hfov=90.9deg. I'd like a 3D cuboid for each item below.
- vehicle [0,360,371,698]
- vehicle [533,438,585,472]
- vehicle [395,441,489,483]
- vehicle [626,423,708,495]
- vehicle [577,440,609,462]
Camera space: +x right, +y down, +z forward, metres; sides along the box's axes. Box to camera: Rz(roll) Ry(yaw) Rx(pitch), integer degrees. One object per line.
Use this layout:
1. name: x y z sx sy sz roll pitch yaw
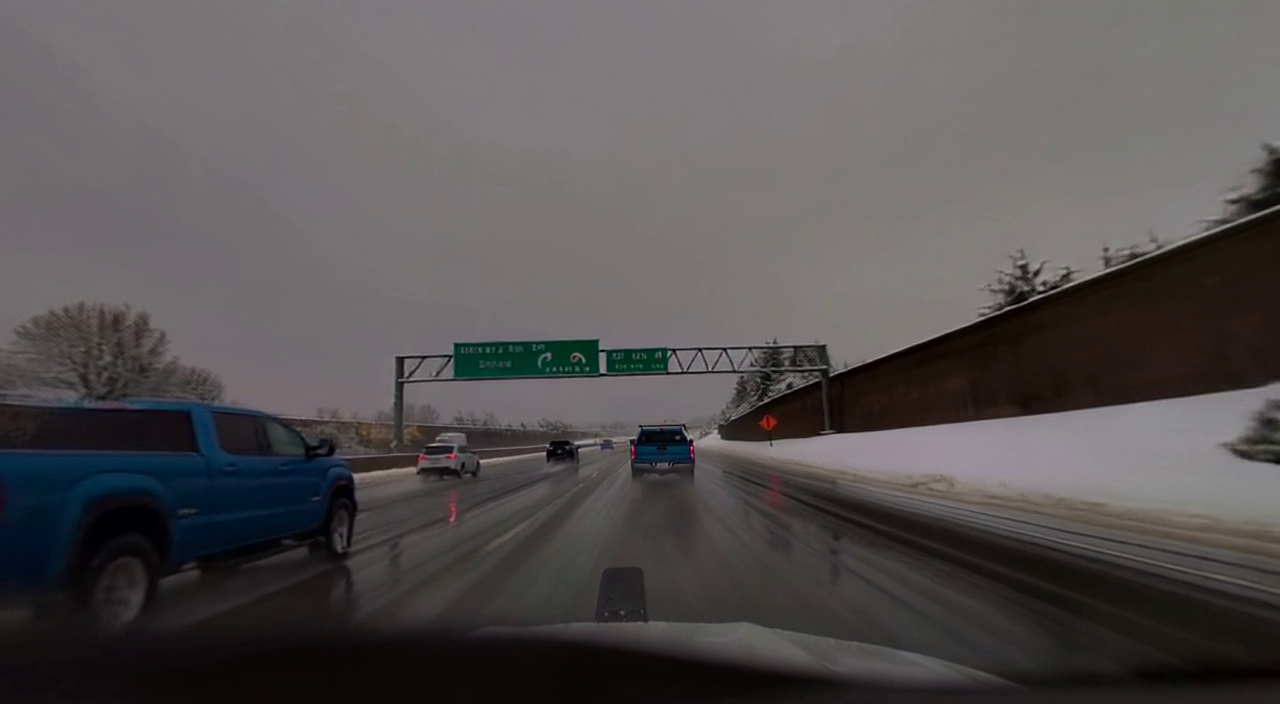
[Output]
1. vehicle: -4.399 1.241 5.311 1.954 1.792 5.187 0 -8 0
2. vehicle: -4.136 5.342 32.959 1.961 1.591 4.756 0 -8 2
3. vehicle: -7.685 4.303 25.026 2.081 1.463 4.749 0 -8 1
4. vehicle: 0.640 3.067 18.437 2.083 1.792 4.782 0 -8 -1
5. vehicle: -3.612 7.640 48.750 2.061 1.584 4.290 0 -8 1
